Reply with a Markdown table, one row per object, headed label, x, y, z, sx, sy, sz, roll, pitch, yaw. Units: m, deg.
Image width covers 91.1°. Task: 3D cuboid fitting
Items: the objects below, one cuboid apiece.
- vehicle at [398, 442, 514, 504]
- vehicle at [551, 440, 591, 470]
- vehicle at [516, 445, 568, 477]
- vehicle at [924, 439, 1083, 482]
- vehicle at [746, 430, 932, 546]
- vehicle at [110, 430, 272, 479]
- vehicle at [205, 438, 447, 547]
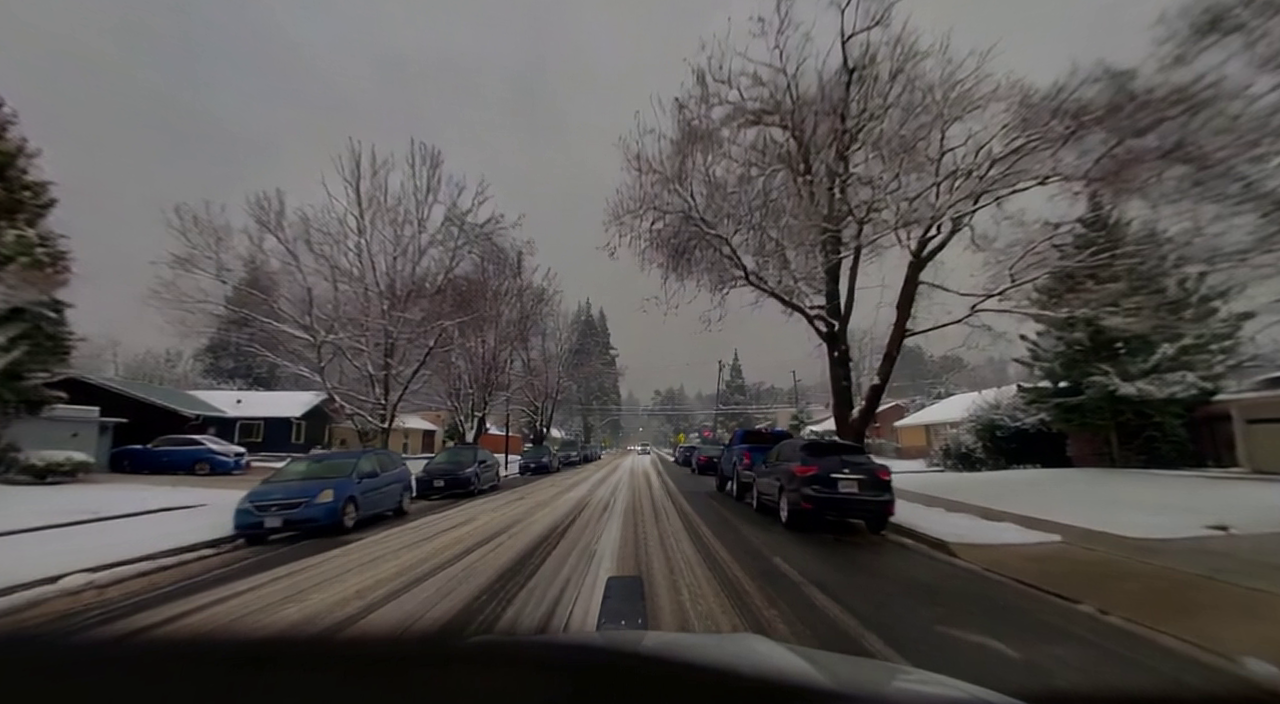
| label | x | y | z | sx | sy | sz | roll | pitch | yaw |
| --- | --- | --- | --- | --- | --- | --- | --- | --- | --- |
| vehicle | -5.259 | 3.483 | 18.665 | 1.895 | 1.530 | 4.496 | 1 | -8 | 2 |
| vehicle | -4.686 | 7.112 | 43.592 | 2.162 | 1.857 | 4.758 | 2 | -8 | 1 |
| vehicle | -5.164 | 5.771 | 33.570 | 1.872 | 1.515 | 4.535 | 1 | -8 | 2 |
| vehicle | 13.741 | 4.119 | 23.984 | 4.775 | 1.514 | 1.986 | 0 | -9 | 1 |
| vehicle | 3.199 | 2.276 | 11.231 | 1.914 | 1.631 | 4.558 | 0 | -9 | 1 |
| vehicle | -17.459 | 3.999 | 24.610 | 4.731 | 1.817 | 2.025 | 0 | -9 | 0 |
| vehicle | -5.410 | 2.446 | 11.704 | 1.899 | 1.538 | 4.611 | 1 | -9 | 3 |
